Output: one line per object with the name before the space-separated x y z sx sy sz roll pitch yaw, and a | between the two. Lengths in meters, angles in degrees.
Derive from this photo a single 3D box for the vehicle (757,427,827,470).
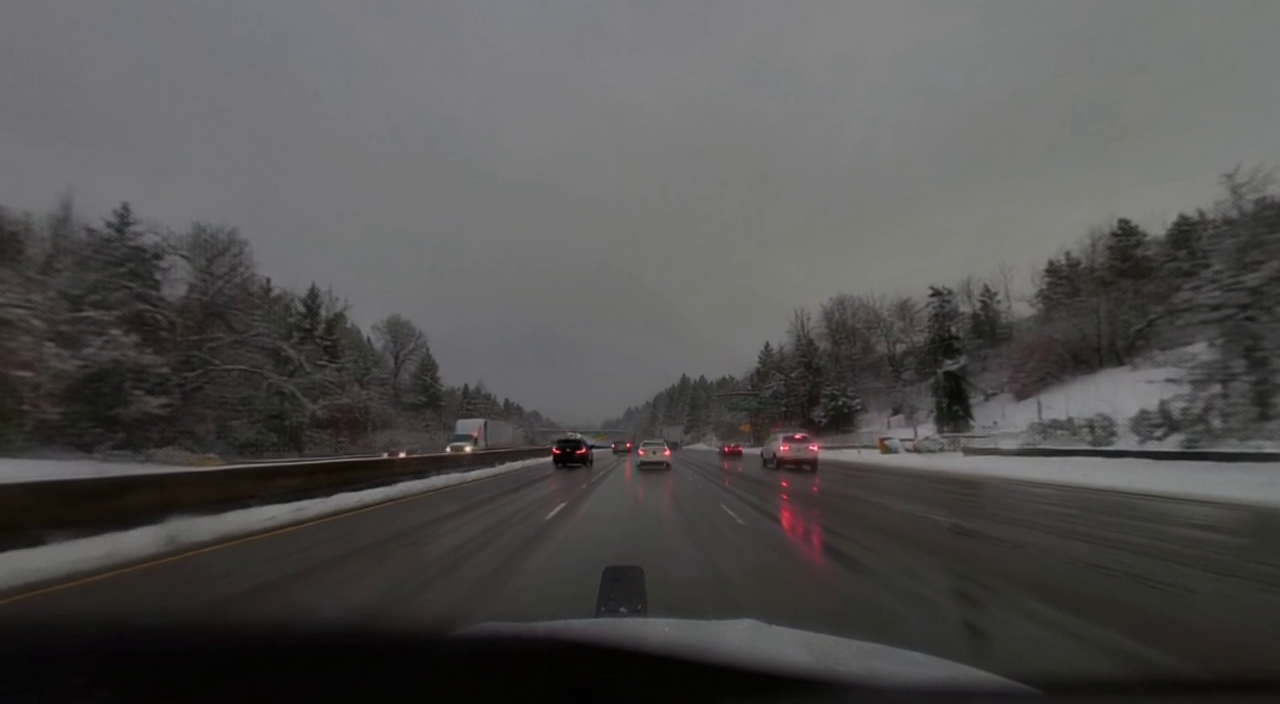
vehicle | 7.237 4.686 30.699 2.094 1.916 5.099 0 -8 0

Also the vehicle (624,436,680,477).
vehicle | 0.437 4.184 25.509 2.071 1.464 4.162 0 -8 0

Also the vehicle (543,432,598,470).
vehicle | -3.320 4.832 31.079 2.140 1.720 4.410 0 -8 1

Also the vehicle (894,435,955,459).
vehicle | 21.155 7.105 47.140 1.912 1.652 4.601 1 -8 -8

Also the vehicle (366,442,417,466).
vehicle | -19.431 7.960 49.451 1.973 1.775 4.772 0 -8 1
